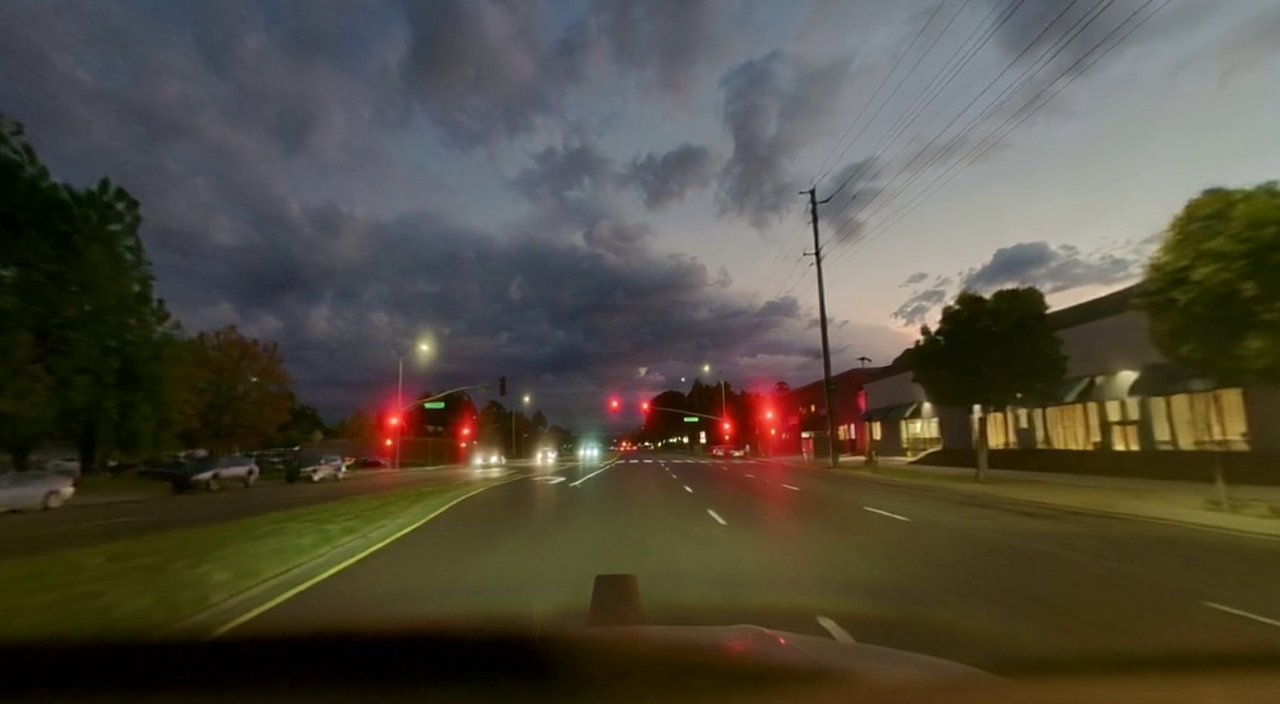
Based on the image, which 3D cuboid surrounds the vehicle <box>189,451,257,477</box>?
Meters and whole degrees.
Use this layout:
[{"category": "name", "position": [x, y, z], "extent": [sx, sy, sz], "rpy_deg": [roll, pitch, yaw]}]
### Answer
[{"category": "vehicle", "position": [-26.629, 7.163, 40.505], "extent": [1.788, 1.538, 3.788], "rpy_deg": [0, -9, 0]}]

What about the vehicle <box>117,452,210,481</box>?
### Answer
[{"category": "vehicle", "position": [-26.557, 6.375, 35.408], "extent": [1.775, 1.479, 4.572], "rpy_deg": [0, -9, -3]}]

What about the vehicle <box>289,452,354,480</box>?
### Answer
[{"category": "vehicle", "position": [-19.499, 6.977, 38.879], "extent": [1.851, 1.584, 4.035], "rpy_deg": [0, -9, 0]}]
